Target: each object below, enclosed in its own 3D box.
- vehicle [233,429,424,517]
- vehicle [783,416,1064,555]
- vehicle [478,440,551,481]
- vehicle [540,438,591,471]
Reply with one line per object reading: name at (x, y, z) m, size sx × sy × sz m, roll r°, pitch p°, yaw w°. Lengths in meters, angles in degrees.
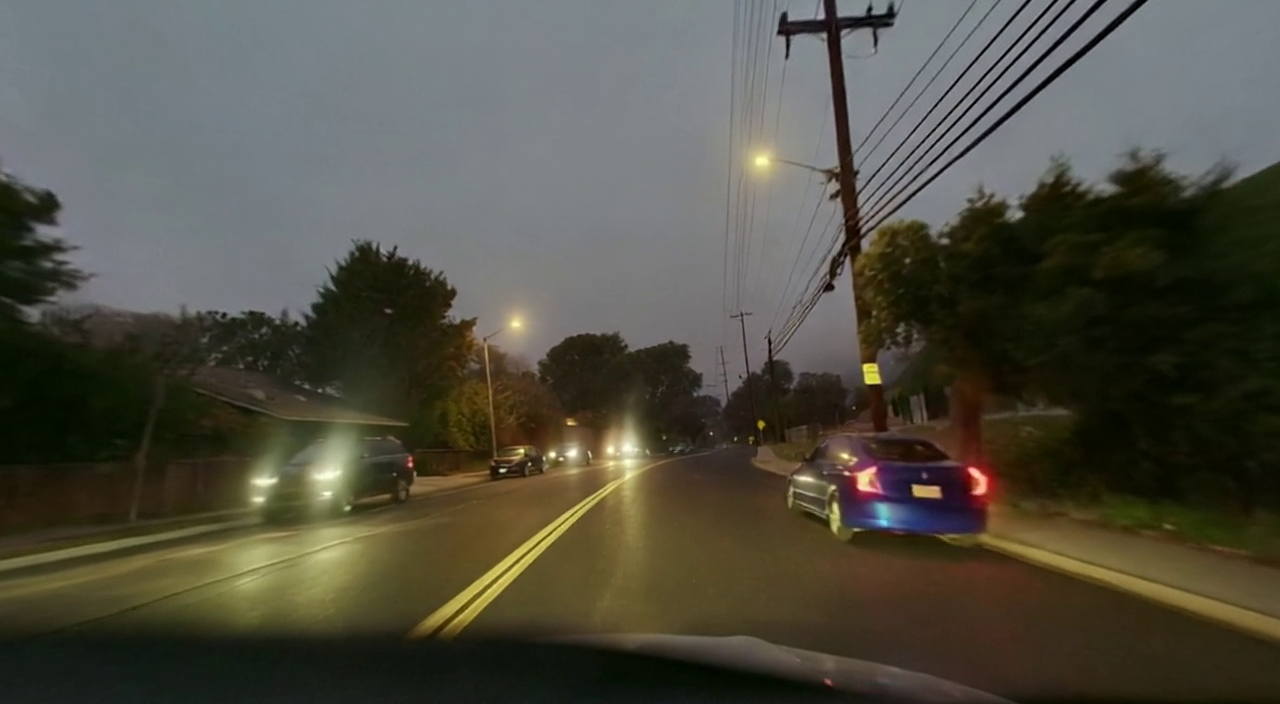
vehicle at (-6.950, 2.816, 14.779) m, size 2.025 × 1.715 × 4.363 m, roll -1°, pitch -11°, yaw 3°
vehicle at (3.550, 1.771, 9.078) m, size 2.054 × 1.470 × 4.504 m, roll 0°, pitch -9°, yaw 2°
vehicle at (-5.594, 4.990, 28.802) m, size 1.840 × 1.523 × 4.333 m, roll 4°, pitch -11°, yaw 8°
vehicle at (-4.437, 6.226, 38.070) m, size 1.927 × 1.542 × 3.886 m, roll -9°, pitch -13°, yaw 7°
